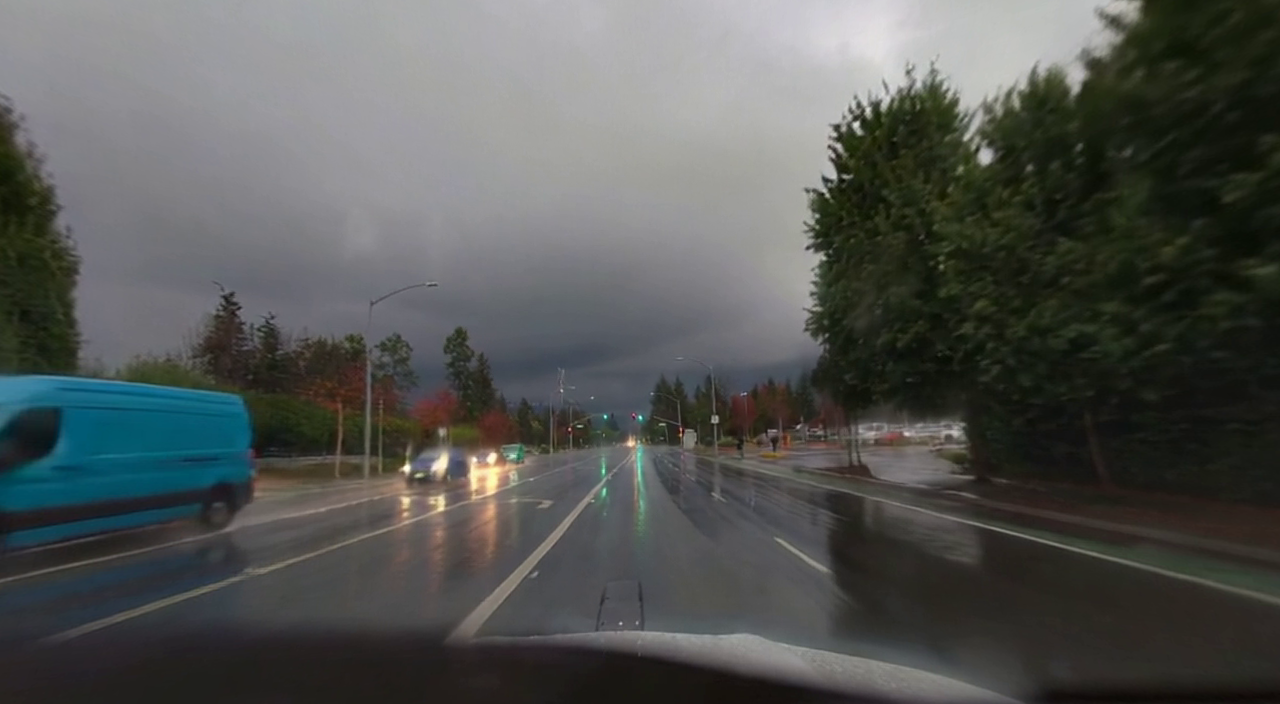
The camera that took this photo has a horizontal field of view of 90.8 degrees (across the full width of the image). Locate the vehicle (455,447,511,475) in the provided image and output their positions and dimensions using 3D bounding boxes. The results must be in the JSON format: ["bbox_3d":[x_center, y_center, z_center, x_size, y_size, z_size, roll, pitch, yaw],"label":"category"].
[{"bbox_3d":[-8.874,6.150,36.014,1.940,1.452,4.441,-1,-8,2],"label":"vehicle"}]

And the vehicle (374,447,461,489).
[{"bbox_3d":[-8.881,4.633,25.636,1.959,1.469,4.369,0,-8,0],"label":"vehicle"}]

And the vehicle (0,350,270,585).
[{"bbox_3d":[-8.838,1.648,9.379,2.617,2.736,6.621,-1,-8,0],"label":"vehicle"}]
